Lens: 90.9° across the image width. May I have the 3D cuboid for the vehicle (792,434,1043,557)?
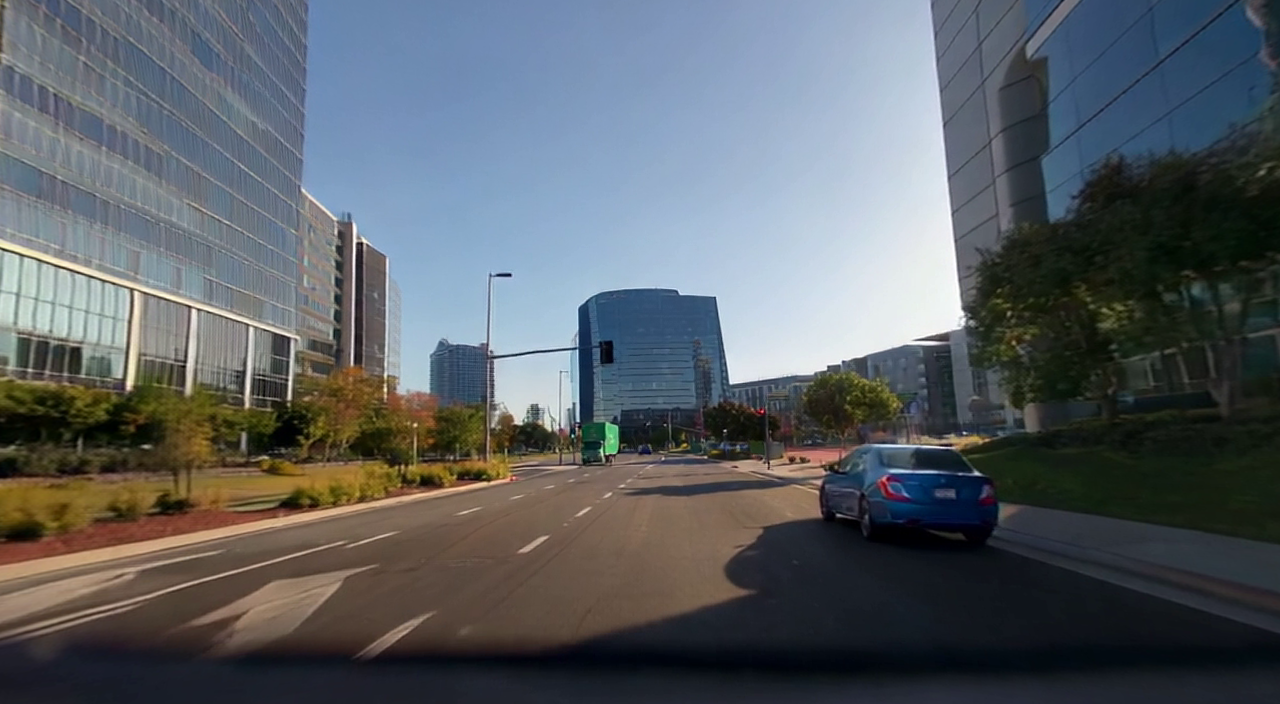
[{"bbox_3d":[3.999,2.134,10.118,2.098,1.509,4.389,0,-9,1],"label":"vehicle"}]
